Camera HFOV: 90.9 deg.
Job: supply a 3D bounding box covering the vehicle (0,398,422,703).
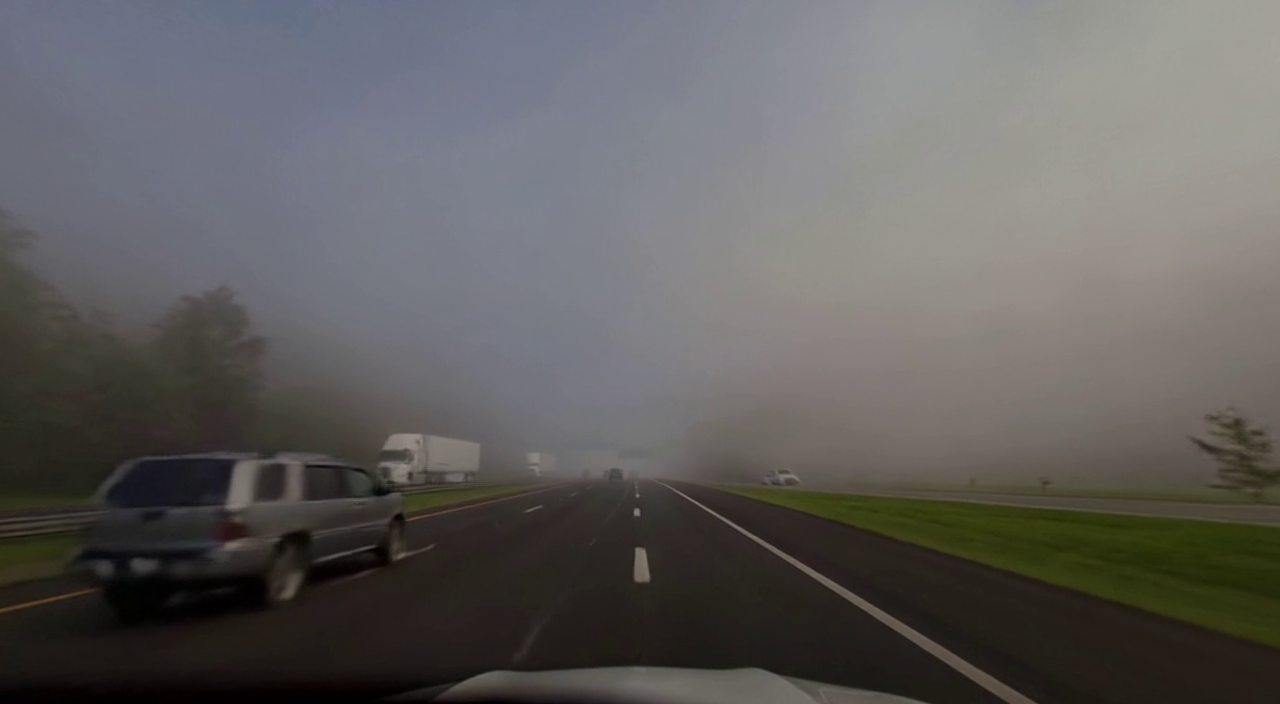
[{"bbox_3d":[-3.809,1.491,5.734,1.912,1.631,4.672,1,-11,1],"label":"vehicle"}]
